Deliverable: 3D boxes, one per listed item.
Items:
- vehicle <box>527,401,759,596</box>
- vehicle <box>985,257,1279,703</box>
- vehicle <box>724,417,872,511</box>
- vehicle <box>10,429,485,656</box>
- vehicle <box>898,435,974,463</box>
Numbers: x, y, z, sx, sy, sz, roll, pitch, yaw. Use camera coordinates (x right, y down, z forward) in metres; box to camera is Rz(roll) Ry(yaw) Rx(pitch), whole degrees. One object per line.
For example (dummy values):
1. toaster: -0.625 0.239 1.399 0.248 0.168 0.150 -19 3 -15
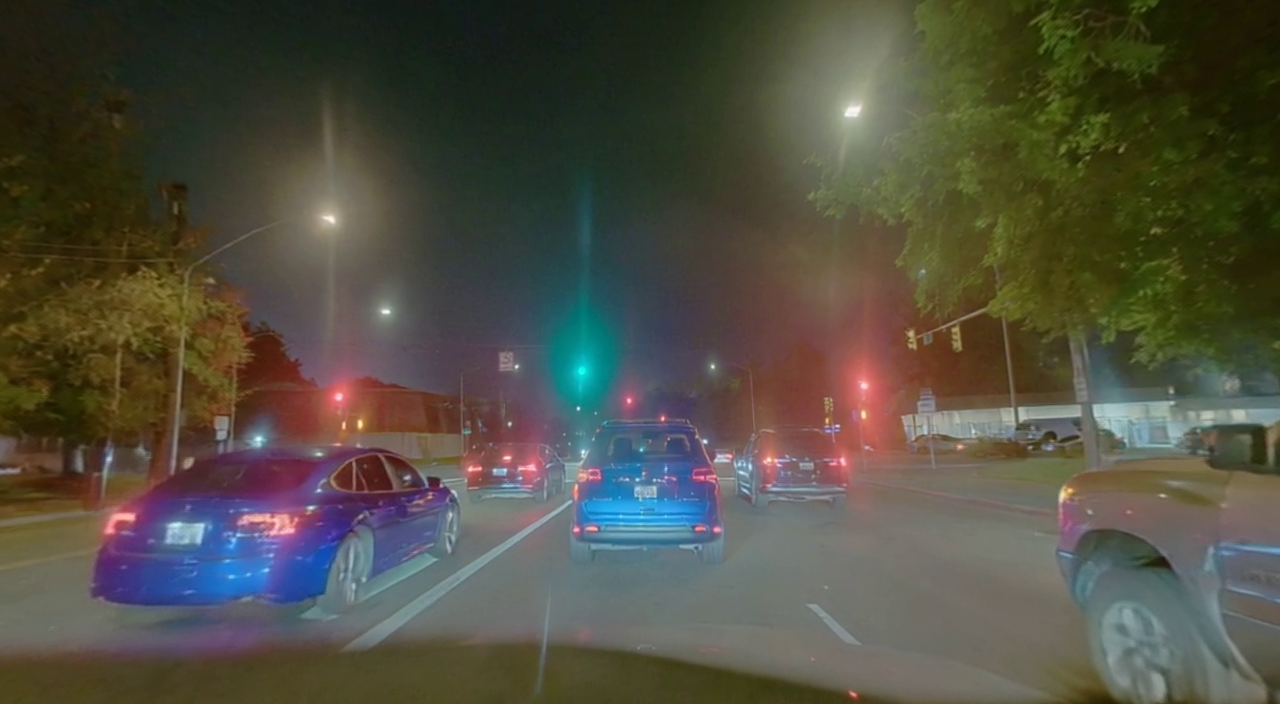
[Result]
1. vehicle: 0.046 1.633 7.793 2.113 1.768 3.901 0 -8 1
2. vehicle: 3.271 0.442 0.614 2.571 1.857 5.841 0 -8 0
3. vehicle: 3.600 2.705 15.677 2.408 1.908 5.355 0 -8 2
4. vehicle: -3.183 1.612 6.595 1.909 1.476 4.751 0 -8 0
5. vehicle: 21.265 6.994 45.464 4.437 1.863 2.068 0 -5 2
